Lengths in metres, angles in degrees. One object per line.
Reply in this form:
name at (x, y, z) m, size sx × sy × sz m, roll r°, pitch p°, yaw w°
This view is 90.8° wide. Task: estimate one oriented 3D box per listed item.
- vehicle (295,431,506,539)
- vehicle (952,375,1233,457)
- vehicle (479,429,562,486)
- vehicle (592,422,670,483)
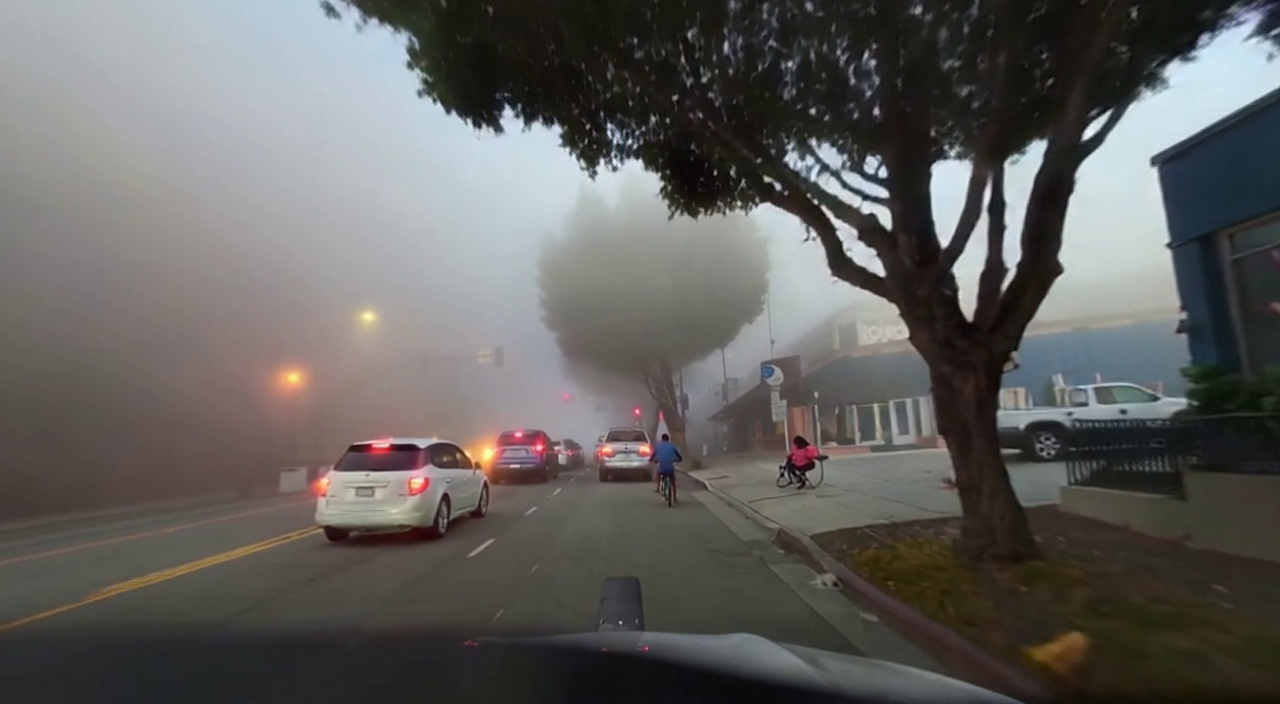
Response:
vehicle at (-3.770, 2.164, 10.897) m, size 2.064 × 1.486 × 4.140 m, roll 0°, pitch -9°, yaw -1°
vehicle at (8.692, 1.302, 12.341) m, size 4.159 × 1.416 × 2.049 m, roll 1°, pitch -9°, yaw -11°
vehicle at (-3.972, 3.603, 21.867) m, size 2.046 × 1.750 × 4.452 m, roll 0°, pitch -9°, yaw -1°
vehicle at (-0.349, 3.507, 22.185) m, size 2.426 × 1.882 × 5.027 m, roll 0°, pitch -9°, yaw -2°
